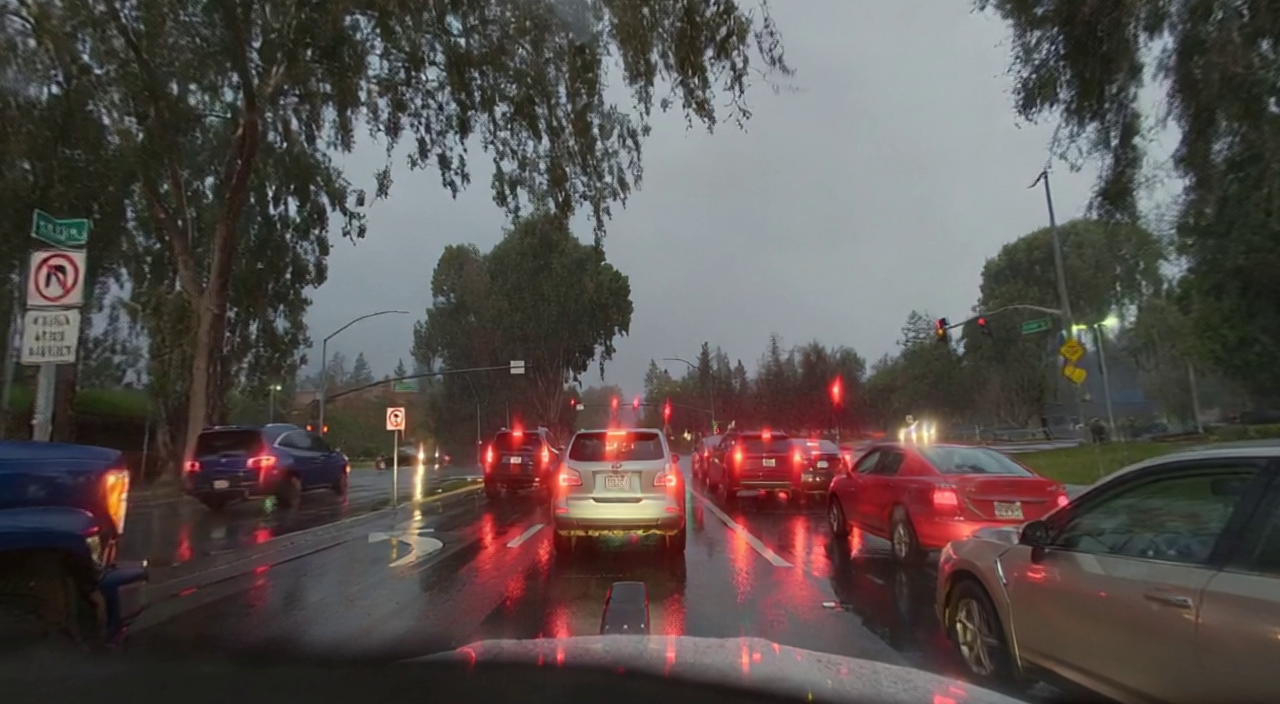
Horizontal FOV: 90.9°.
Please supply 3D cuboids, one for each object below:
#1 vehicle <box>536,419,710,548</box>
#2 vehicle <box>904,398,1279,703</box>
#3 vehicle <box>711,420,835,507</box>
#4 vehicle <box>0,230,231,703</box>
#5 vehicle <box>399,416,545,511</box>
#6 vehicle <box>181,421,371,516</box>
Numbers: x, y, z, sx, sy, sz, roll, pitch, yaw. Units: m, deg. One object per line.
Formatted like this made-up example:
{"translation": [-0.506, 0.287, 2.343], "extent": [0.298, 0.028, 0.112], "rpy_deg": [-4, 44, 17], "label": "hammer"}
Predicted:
{"translation": [-0.229, 1.941, 9.874], "extent": [2.194, 1.607, 3.690], "rpy_deg": [0, -8, 0], "label": "vehicle"}
{"translation": [3.014, 0.963, 2.512], "extent": [1.874, 1.477, 4.698], "rpy_deg": [0, -8, 0], "label": "vehicle"}
{"translation": [3.121, 2.738, 15.904], "extent": [2.102, 1.841, 4.587], "rpy_deg": [0, -8, 0], "label": "vehicle"}
{"translation": [-3.488, 0.348, 0.315], "extent": [2.656, 2.021, 5.800], "rpy_deg": [0, -8, 0], "label": "vehicle"}
{"translation": [-3.642, 2.522, 14.659], "extent": [2.089, 1.857, 4.488], "rpy_deg": [0, -8, 1], "label": "vehicle"}
{"translation": [-8.109, 2.618, 14.727], "extent": [2.256, 1.799, 4.831], "rpy_deg": [1, -9, -10], "label": "vehicle"}
